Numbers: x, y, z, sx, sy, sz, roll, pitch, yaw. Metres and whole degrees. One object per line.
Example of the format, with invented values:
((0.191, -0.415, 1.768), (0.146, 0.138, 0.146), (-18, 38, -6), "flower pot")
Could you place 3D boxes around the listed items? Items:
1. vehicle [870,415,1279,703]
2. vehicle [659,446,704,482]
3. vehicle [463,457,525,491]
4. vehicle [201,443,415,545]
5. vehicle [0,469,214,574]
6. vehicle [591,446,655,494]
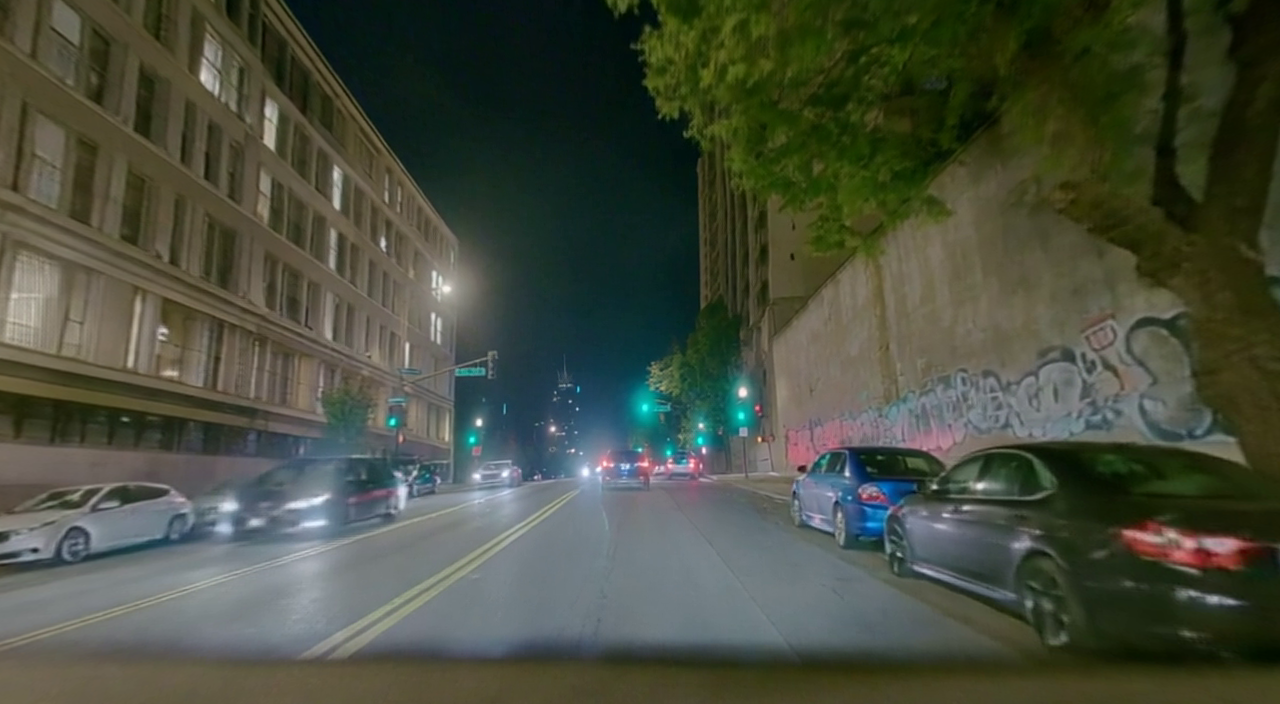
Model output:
((4.140, 1.558, 6.054), (2.032, 1.687, 4.374), (0, -8, -3), "vehicle")
((2.251, 5.930, 33.657), (2.207, 1.761, 4.292), (-1, -8, 5), "vehicle")
((-6.952, 5.859, 30.620), (2.040, 1.402, 4.237), (0, -8, -1), "vehicle")
((-6.597, 2.807, 13.290), (2.147, 1.747, 4.409), (0, -8, -1), "vehicle")
((-11.053, 3.353, 13.018), (1.741, 1.506, 4.370), (-5, -8, -3), "vehicle")
((-0.614, 4.292, 23.458), (2.166, 1.579, 4.300), (0, -8, -1), "vehicle")
